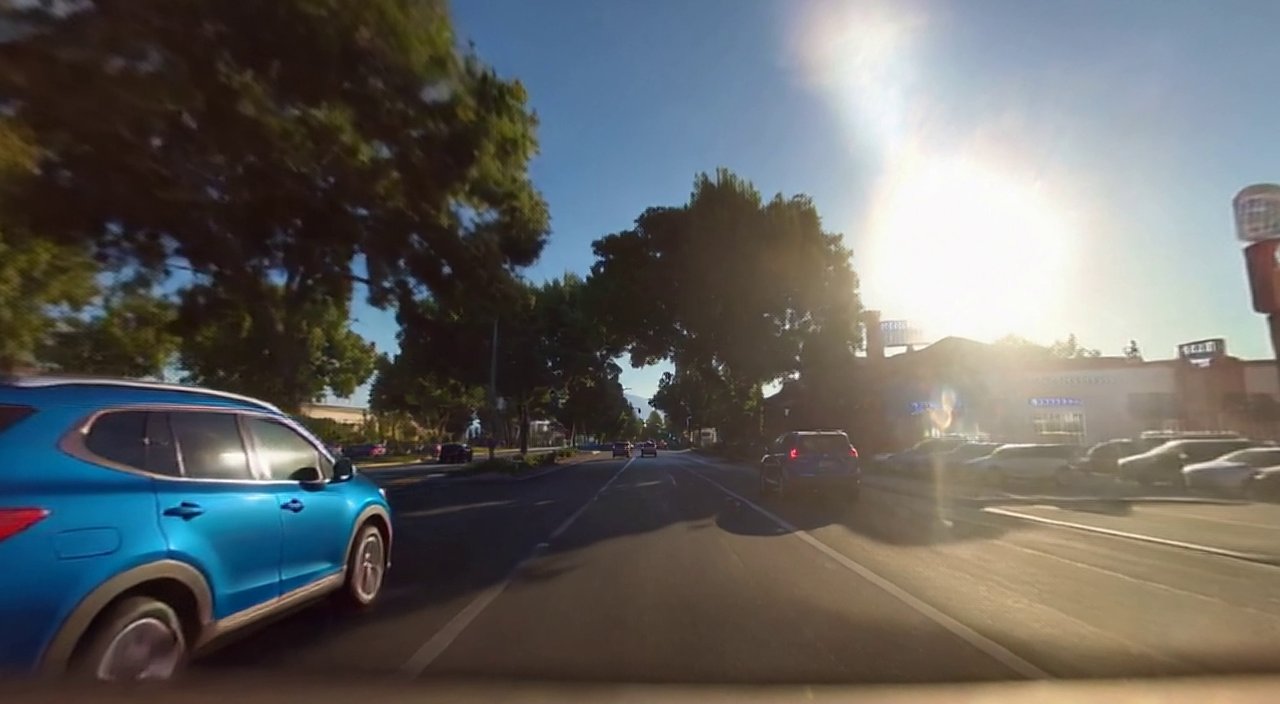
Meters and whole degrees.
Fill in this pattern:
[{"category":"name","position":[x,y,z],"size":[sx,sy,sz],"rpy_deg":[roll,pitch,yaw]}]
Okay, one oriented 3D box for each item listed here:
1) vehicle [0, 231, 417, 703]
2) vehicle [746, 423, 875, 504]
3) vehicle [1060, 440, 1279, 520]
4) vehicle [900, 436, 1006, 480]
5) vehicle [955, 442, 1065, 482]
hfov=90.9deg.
[{"category":"vehicle","position":[-3.166,0.772,3.293],"size":[2.210,1.925,4.838],"rpy_deg":[0,-8,0]},{"category":"vehicle","position":[4.159,2.805,16.218],"size":[2.024,1.773,4.431],"rpy_deg":[0,-8,-1]},{"category":"vehicle","position":[11.529,2.606,13.091],"size":[4.217,1.522,1.755],"rpy_deg":[-1,-9,4]},{"category":"vehicle","position":[12.493,4.239,25.507],"size":[1.781,1.615,4.095],"rpy_deg":[1,-9,-7]},{"category":"vehicle","position":[15.066,4.481,25.900],"size":[1.780,1.499,3.786],"rpy_deg":[1,-9,-10]}]
